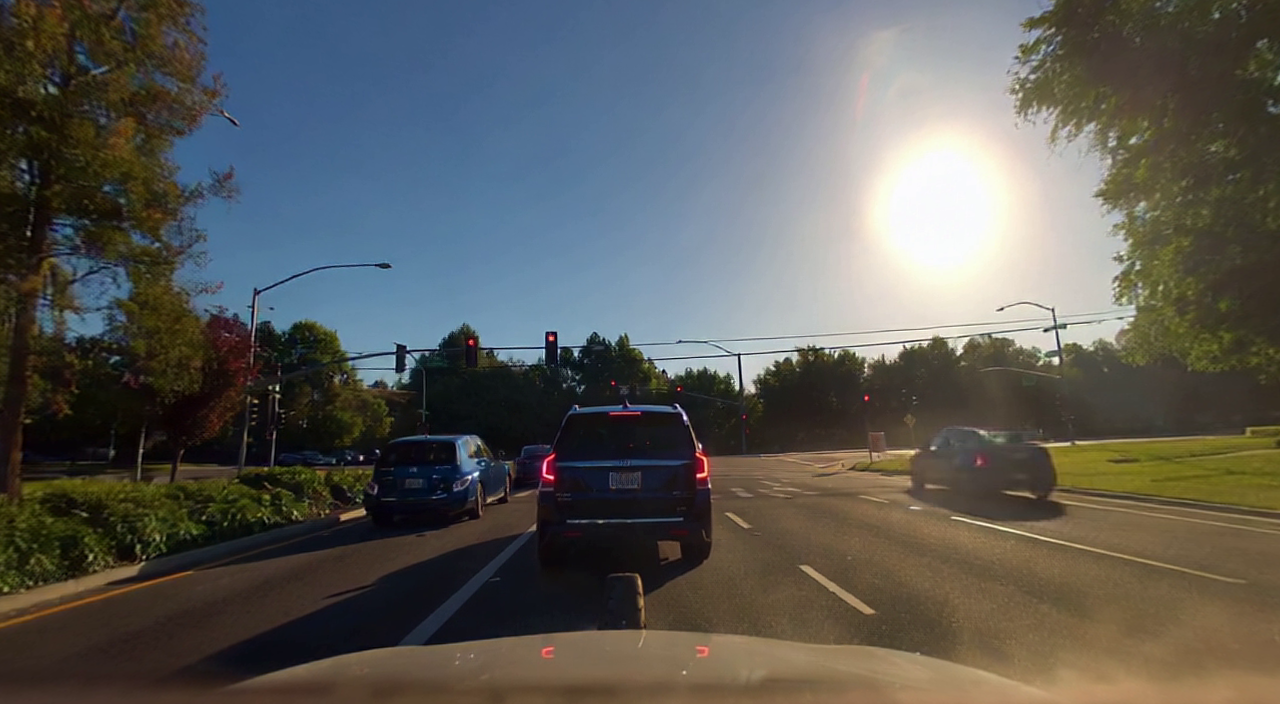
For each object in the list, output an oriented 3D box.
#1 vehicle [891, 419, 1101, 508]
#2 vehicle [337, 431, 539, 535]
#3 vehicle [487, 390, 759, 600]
[{"bbox_3d":[8.016,2.562,14.915,2.166,1.761,4.692,0,-8,-1],"label":"vehicle"},{"bbox_3d":[-3.365,2.295,11.844,2.061,1.504,5.142,0,-8,1],"label":"vehicle"},{"bbox_3d":[-0.150,1.517,7.491,2.298,1.770,4.138,0,-8,0],"label":"vehicle"}]
